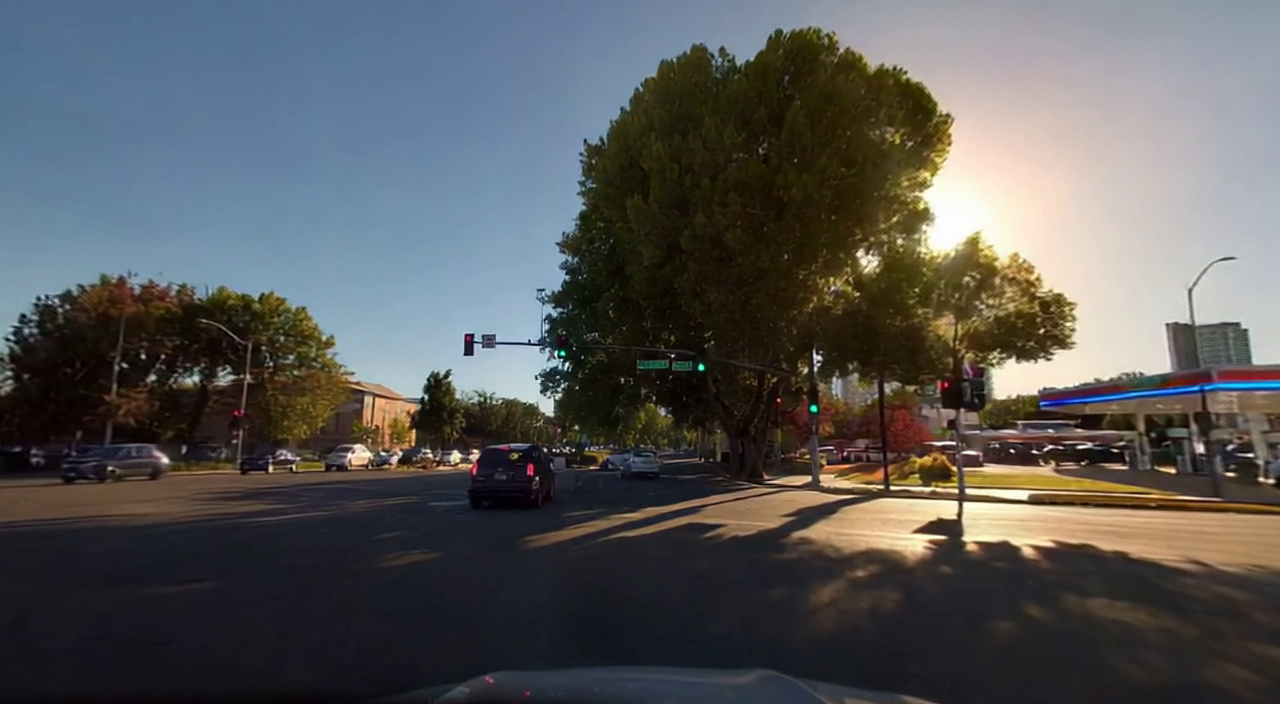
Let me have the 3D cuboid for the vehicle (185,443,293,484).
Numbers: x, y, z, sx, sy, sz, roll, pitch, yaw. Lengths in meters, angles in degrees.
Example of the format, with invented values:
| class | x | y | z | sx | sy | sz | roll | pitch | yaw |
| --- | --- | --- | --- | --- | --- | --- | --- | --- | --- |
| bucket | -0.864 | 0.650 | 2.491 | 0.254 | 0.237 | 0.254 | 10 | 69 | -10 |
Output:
| class | x | y | z | sx | sy | sz | roll | pitch | yaw |
| --- | --- | --- | --- | --- | --- | --- | --- | --- | --- |
| vehicle | -17.387 | 4.826 | 27.622 | 1.887 | 1.635 | 4.281 | 0 | -8 | 0 |

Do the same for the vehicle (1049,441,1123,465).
| class | x | y | z | sx | sy | sz | roll | pitch | yaw |
| --- | --- | --- | --- | --- | --- | --- | --- | --- | --- |
| vehicle | 32.943 | 7.445 | 46.721 | 2.148 | 1.679 | 4.197 | 1 | -9 | -5 |

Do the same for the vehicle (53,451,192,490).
| class | x | y | z | sx | sy | sz | roll | pitch | yaw |
| --- | --- | --- | --- | --- | --- | --- | --- | --- | --- |
| vehicle | -20.799 | 4.749 | 25.638 | 1.821 | 1.371 | 4.545 | 0 | -8 | -1 |

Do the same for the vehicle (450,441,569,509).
| class | x | y | z | sx | sy | sz | roll | pitch | yaw |
| --- | --- | --- | --- | --- | --- | --- | --- | --- | --- |
| vehicle | -3.163 | 3.079 | 16.345 | 2.041 | 1.483 | 4.533 | 0 | -8 | 1 |

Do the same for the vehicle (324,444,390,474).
| class | x | y | z | sx | sy | sz | roll | pitch | yaw |
| --- | --- | --- | --- | --- | --- | --- | --- | --- | --- |
| vehicle | -17.612 | 6.625 | 39.434 | 2.032 | 1.741 | 4.450 | 0 | -8 | 0 |
